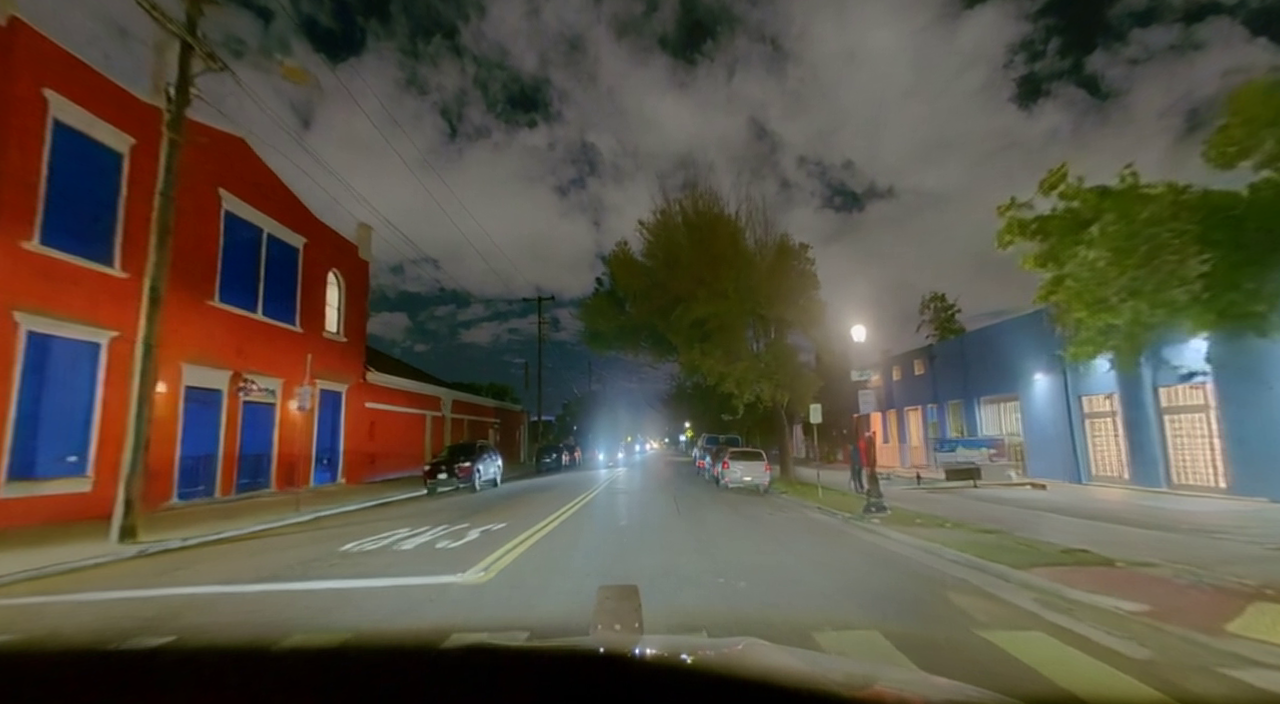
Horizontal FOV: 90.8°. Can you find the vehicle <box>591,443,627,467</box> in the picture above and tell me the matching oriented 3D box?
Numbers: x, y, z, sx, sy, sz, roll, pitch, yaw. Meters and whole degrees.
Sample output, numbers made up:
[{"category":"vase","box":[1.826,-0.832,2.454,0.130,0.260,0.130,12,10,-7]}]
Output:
[{"category":"vehicle","box":[-2.060,6.940,42.904,2.036,1.515,4.437,0,-8,2]}]

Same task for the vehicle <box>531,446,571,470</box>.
[{"category":"vehicle","box":[-5.816,6.966,41.666,1.844,1.486,4.474,-1,-8,2]}]

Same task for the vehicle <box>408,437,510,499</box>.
[{"category":"vehicle","box":[-6.126,3.915,21.963,2.140,1.746,4.385,-4,-8,1]}]

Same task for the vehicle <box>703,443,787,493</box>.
[{"category":"vehicle","box":[3.324,3.774,21.002,1.966,1.471,4.552,0,-8,-1]}]
